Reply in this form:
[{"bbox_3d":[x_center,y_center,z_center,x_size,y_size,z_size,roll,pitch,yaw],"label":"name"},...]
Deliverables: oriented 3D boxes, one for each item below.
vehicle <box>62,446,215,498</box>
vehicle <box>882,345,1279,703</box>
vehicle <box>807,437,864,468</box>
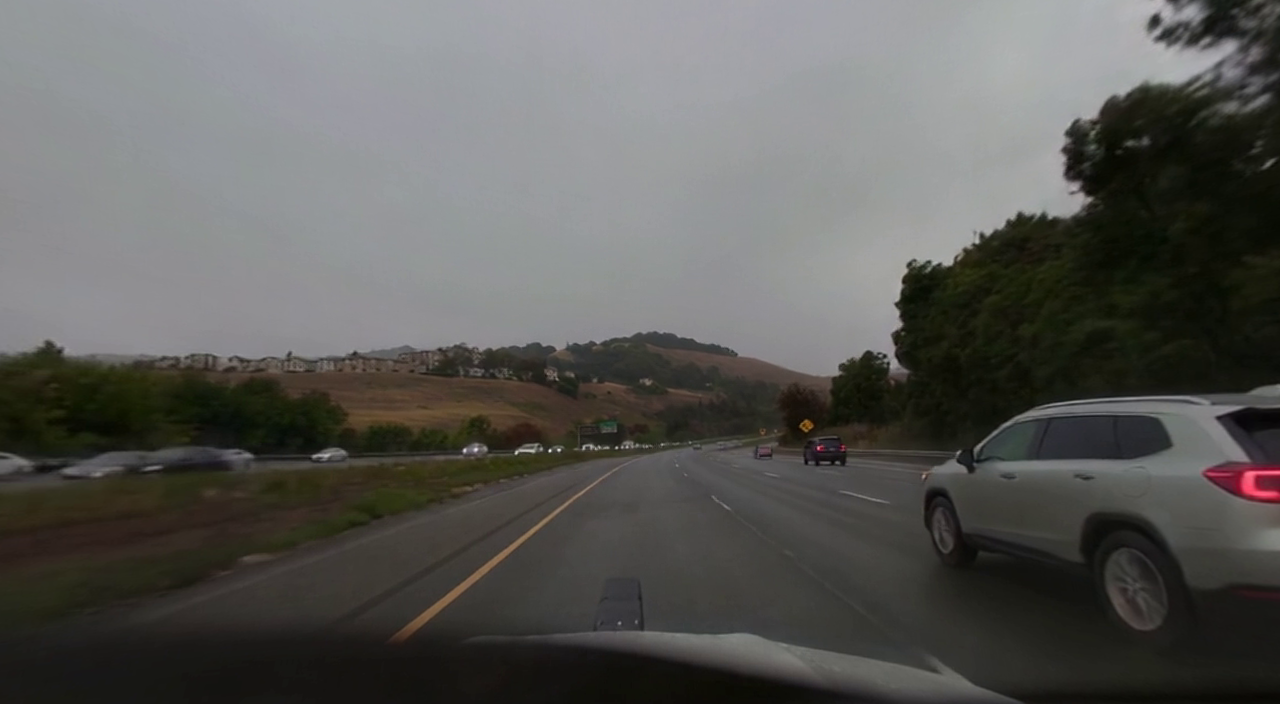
[{"bbox_3d":[-19.570,4.654,24.929,2.015,1.766,4.837,-1,-8,1],"label":"vehicle"},{"bbox_3d":[4.040,1.156,4.955,2.318,1.766,4.587,0,-8,-1],"label":"vehicle"},{"bbox_3d":[11.871,6.129,38.555,2.043,1.714,4.453,-1,-8,0],"label":"vehicle"}]
